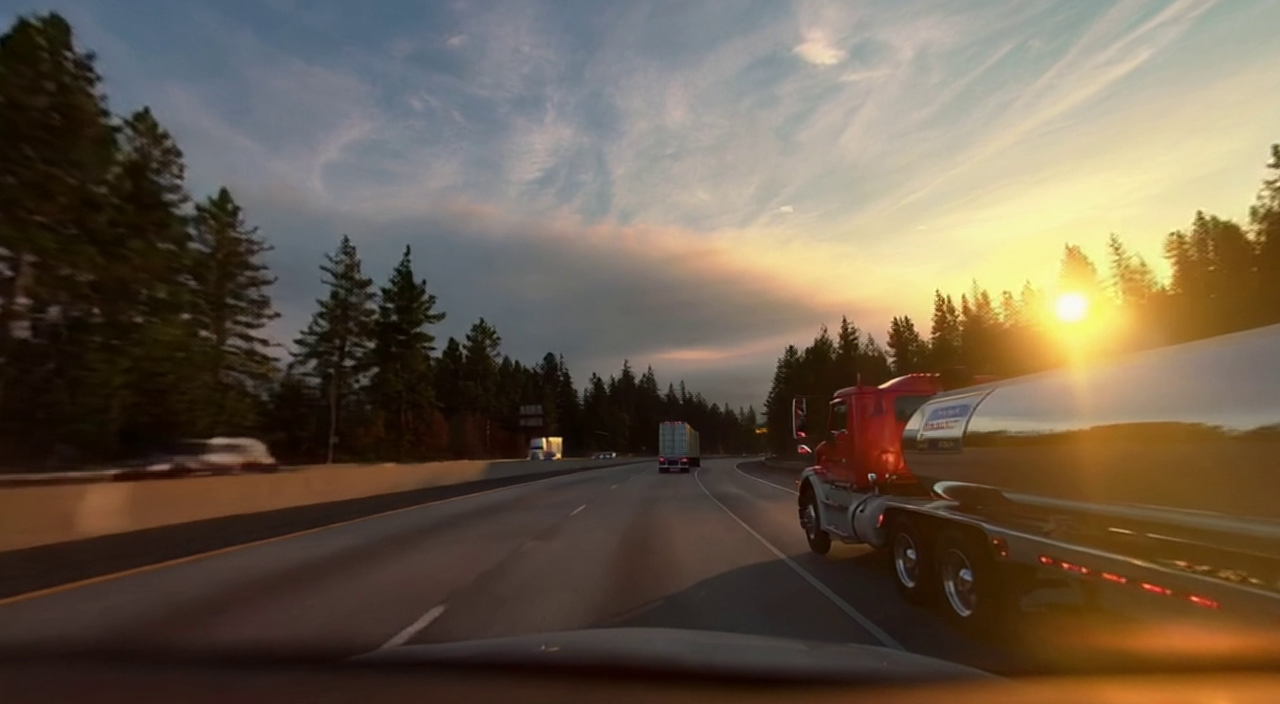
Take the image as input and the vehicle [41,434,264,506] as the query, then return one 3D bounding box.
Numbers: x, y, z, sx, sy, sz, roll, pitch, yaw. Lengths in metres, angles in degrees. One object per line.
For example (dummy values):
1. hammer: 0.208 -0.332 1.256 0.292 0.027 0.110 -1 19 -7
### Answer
1. vehicle: -13.030 3.147 17.402 2.175 1.685 4.797 0 -8 2
